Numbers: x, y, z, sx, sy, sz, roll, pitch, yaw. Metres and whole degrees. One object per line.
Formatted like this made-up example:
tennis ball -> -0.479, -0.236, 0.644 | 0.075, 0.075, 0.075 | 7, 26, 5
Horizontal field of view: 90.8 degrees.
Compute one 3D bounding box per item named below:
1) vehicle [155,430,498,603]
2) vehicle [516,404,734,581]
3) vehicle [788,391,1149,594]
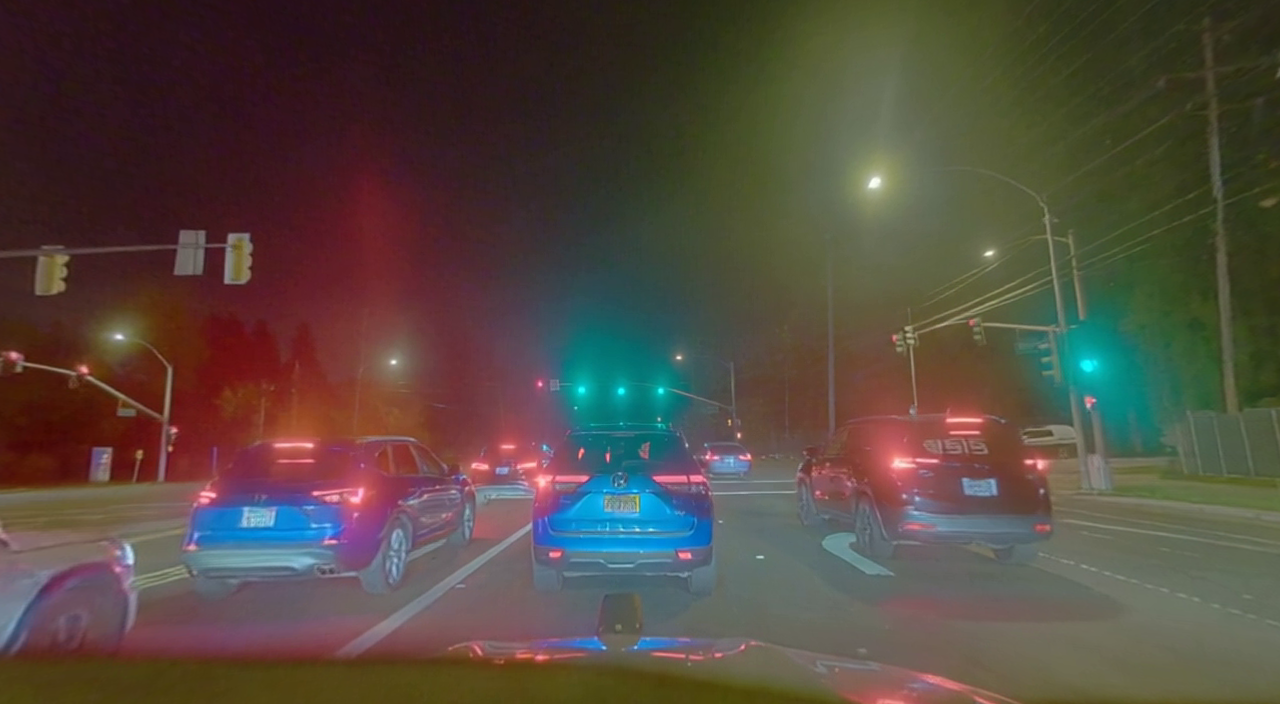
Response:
vehicle -> -3.198, 1.752, 7.717 | 1.881, 1.466, 4.484 | 0, -9, 0
vehicle -> -0.119, 1.675, 8.262 | 2.111, 1.712, 4.078 | 0, -9, 1
vehicle -> 3.475, 1.597, 7.978 | 1.999, 1.789, 4.583 | 0, -9, -1
